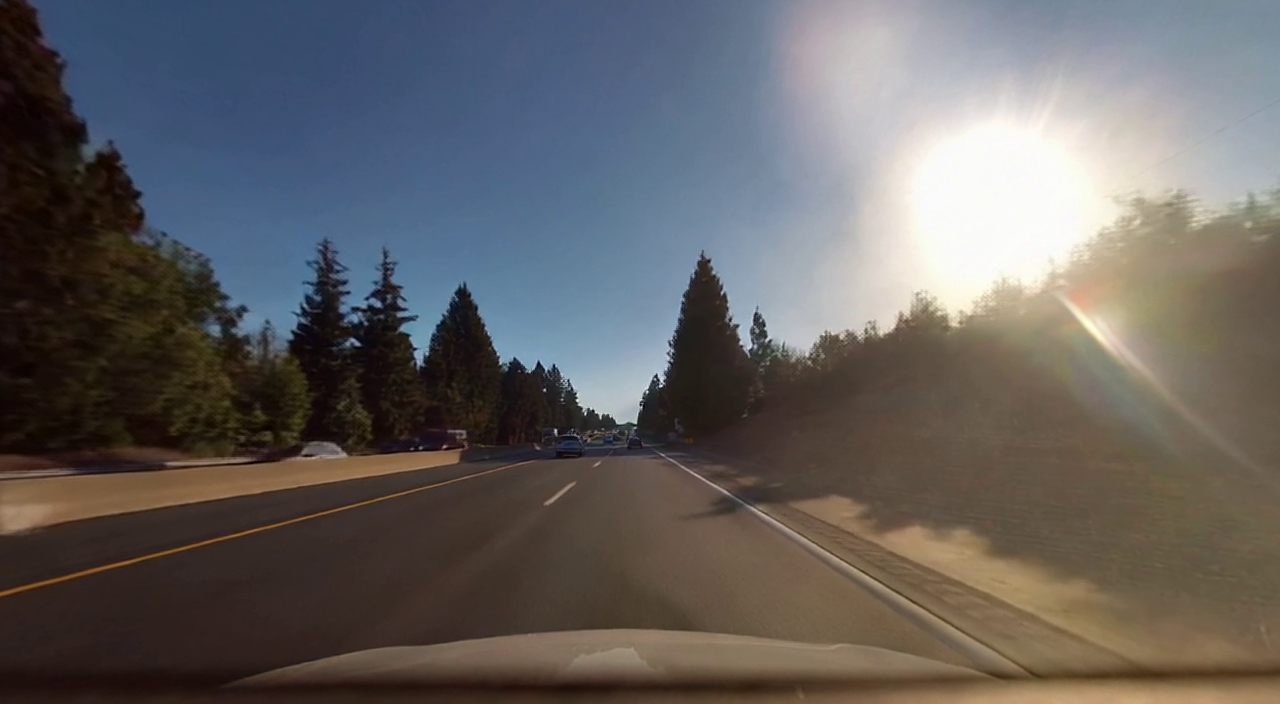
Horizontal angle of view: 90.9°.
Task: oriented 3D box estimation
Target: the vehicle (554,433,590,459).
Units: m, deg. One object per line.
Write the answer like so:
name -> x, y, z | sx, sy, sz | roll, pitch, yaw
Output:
vehicle -> -4.522, 6.330, 42.660 | 2.003, 1.626, 4.256 | 0, -8, 0

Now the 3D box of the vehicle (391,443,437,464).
vehicle -> -16.763, 7.524, 47.006 | 1.800, 1.475, 4.489 | 0, -8, 0

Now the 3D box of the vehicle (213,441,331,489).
vehicle -> -12.335, 3.776, 21.426 | 1.760, 1.434, 3.811 | 0, -8, -2
